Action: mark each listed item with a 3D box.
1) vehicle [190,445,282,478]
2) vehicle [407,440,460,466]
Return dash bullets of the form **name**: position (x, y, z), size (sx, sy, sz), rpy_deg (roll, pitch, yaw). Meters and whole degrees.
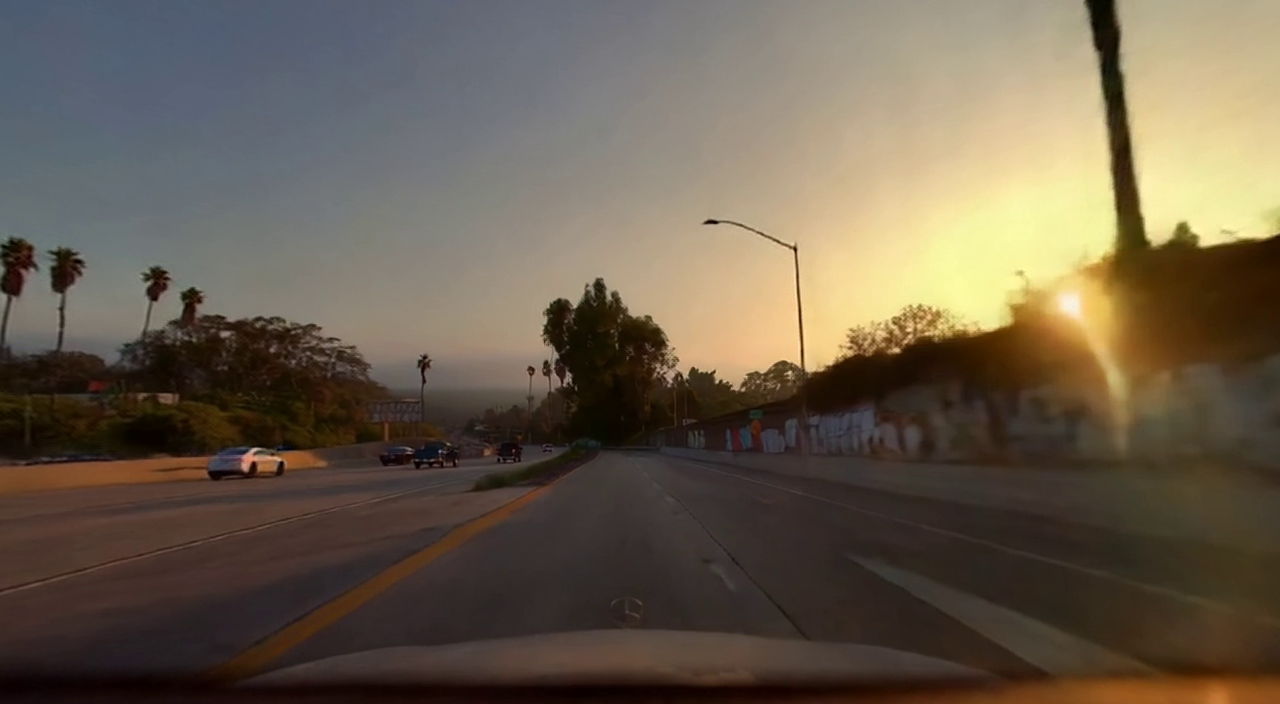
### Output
- **vehicle**: position (-23.663, 6.392, 37.216), size (2.158, 1.795, 5.013), rpy_deg (0, -8, -1)
- **vehicle**: position (-15.989, 7.835, 49.168), size (2.272, 1.882, 5.941), rpy_deg (0, -9, -1)
